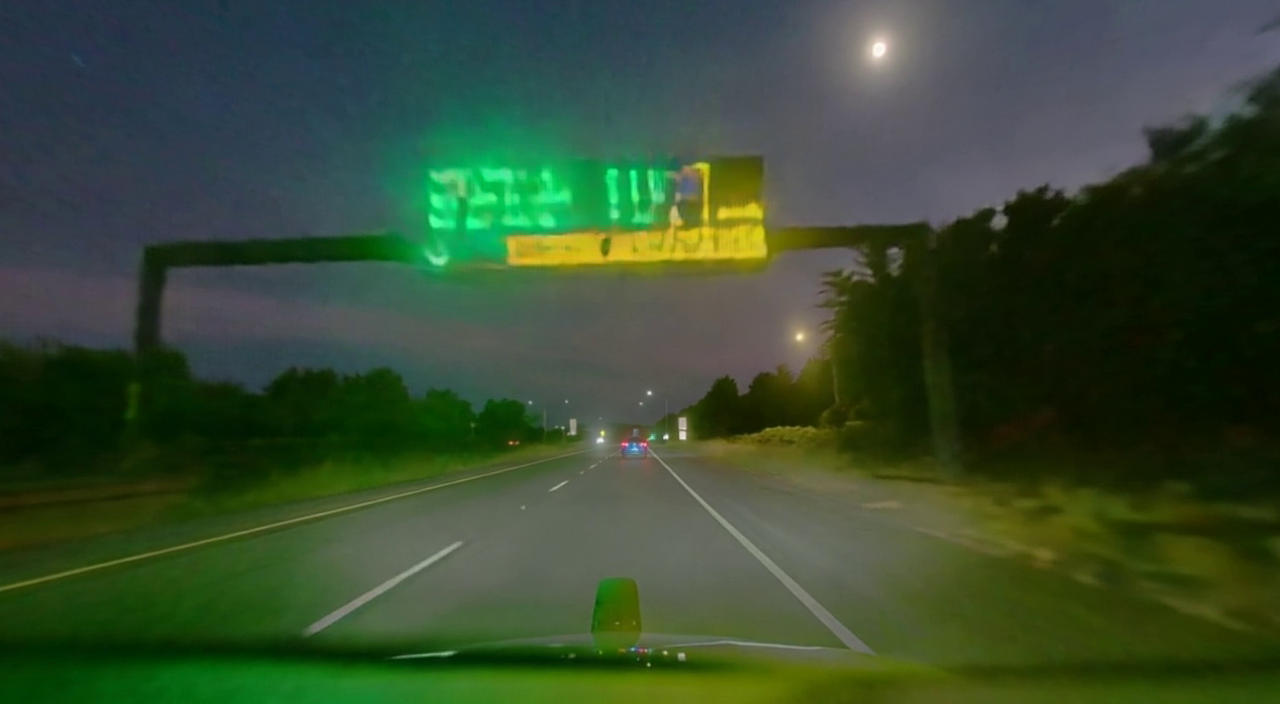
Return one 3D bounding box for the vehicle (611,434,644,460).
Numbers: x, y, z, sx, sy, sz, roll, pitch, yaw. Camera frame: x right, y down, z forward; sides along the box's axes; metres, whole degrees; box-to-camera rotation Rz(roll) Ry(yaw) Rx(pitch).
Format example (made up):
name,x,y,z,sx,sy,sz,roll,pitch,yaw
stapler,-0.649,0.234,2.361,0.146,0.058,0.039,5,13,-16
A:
name,x,y,z,sx,sy,sz,roll,pitch,yaw
vehicle,-0.846,6.612,44.033,2.180,1.717,4.139,0,-8,-1
